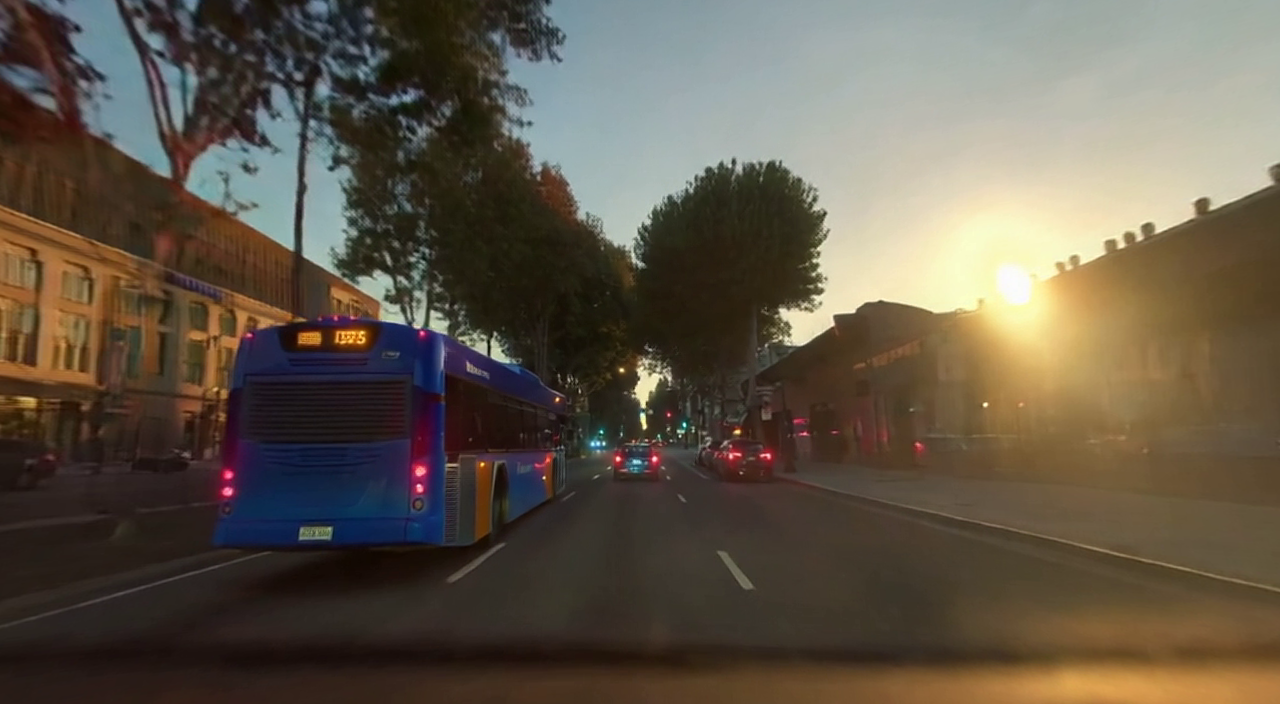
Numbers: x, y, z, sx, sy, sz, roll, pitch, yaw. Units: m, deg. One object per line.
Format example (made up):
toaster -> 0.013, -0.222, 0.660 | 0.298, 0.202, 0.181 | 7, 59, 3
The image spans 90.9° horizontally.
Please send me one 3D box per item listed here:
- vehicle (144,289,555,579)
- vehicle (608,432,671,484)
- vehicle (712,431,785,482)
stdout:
vehicle -> -3.445, 1.285, 10.619 | 2.920, 2.884, 8.588 | 0, -7, -1
vehicle -> 0.004, 3.847, 23.146 | 2.120, 1.727, 3.917 | 0, -9, 1
vehicle -> 4.156, 4.101, 24.983 | 2.138, 1.787, 4.522 | 0, -9, 1
